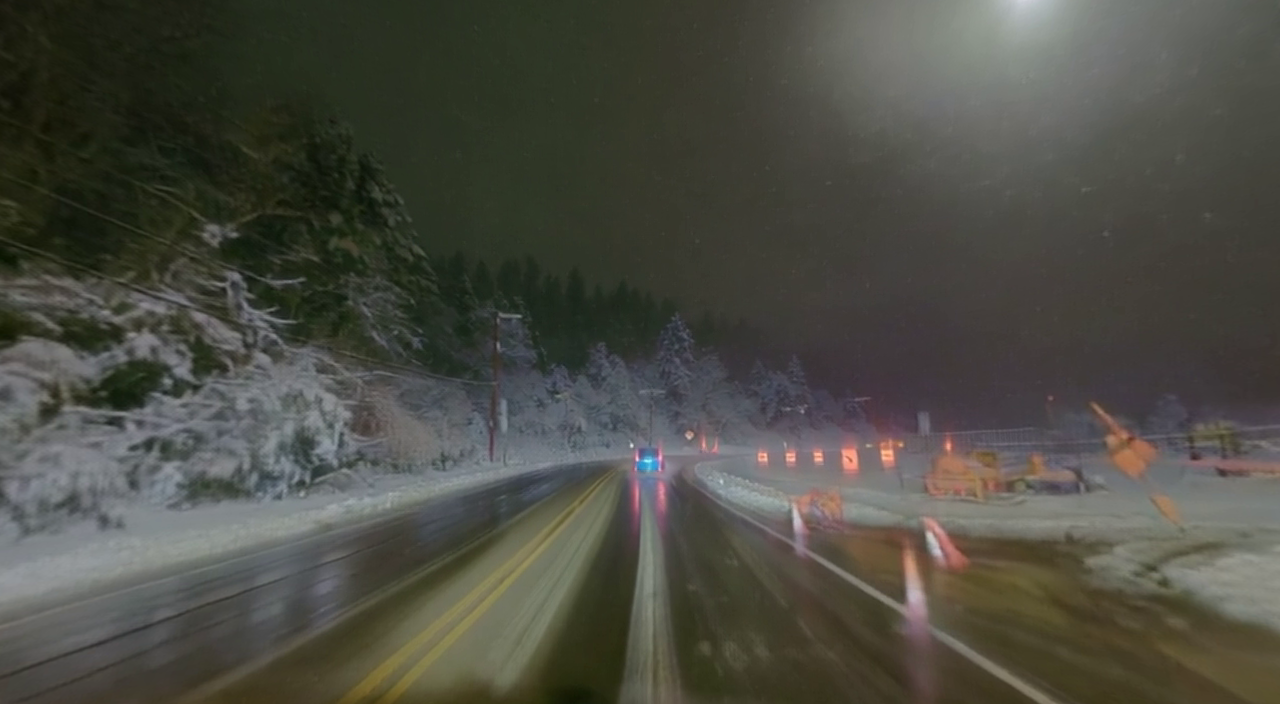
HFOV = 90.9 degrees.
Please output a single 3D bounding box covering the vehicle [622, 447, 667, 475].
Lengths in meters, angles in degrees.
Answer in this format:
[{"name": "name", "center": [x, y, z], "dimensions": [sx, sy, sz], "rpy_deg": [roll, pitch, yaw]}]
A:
[{"name": "vehicle", "center": [0.338, 6.195, 36.065], "dimensions": [2.259, 1.503, 4.075], "rpy_deg": [-1, -9, 5]}]
